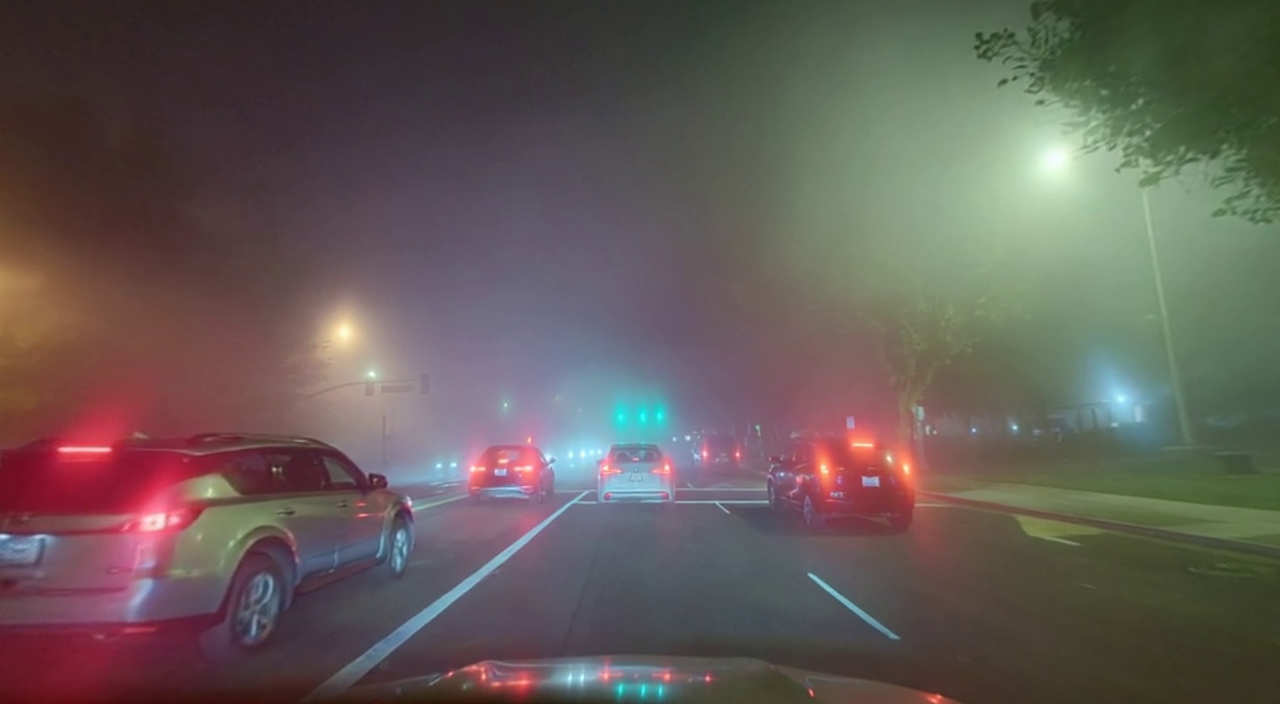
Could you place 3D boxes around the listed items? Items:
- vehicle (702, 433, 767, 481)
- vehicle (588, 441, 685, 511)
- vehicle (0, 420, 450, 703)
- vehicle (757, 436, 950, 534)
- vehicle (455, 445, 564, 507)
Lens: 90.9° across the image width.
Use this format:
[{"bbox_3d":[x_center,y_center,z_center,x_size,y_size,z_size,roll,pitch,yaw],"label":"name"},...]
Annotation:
[{"bbox_3d":[4.186,4.789,28.986,2.142,1.957,5.443,0,-8,0],"label":"vehicle"},{"bbox_3d":[-0.138,2.974,15.669,2.101,1.480,3.929,0,-8,-2],"label":"vehicle"},{"bbox_3d":[-3.315,1.403,5.236,2.038,1.481,4.379,0,-8,1],"label":"vehicle"},{"bbox_3d":[3.706,2.382,11.976,1.990,1.486,4.431,0,-8,-2],"label":"vehicle"},{"bbox_3d":[-3.394,3.283,17.258,2.002,1.465,4.098,-1,-8,2],"label":"vehicle"}]
